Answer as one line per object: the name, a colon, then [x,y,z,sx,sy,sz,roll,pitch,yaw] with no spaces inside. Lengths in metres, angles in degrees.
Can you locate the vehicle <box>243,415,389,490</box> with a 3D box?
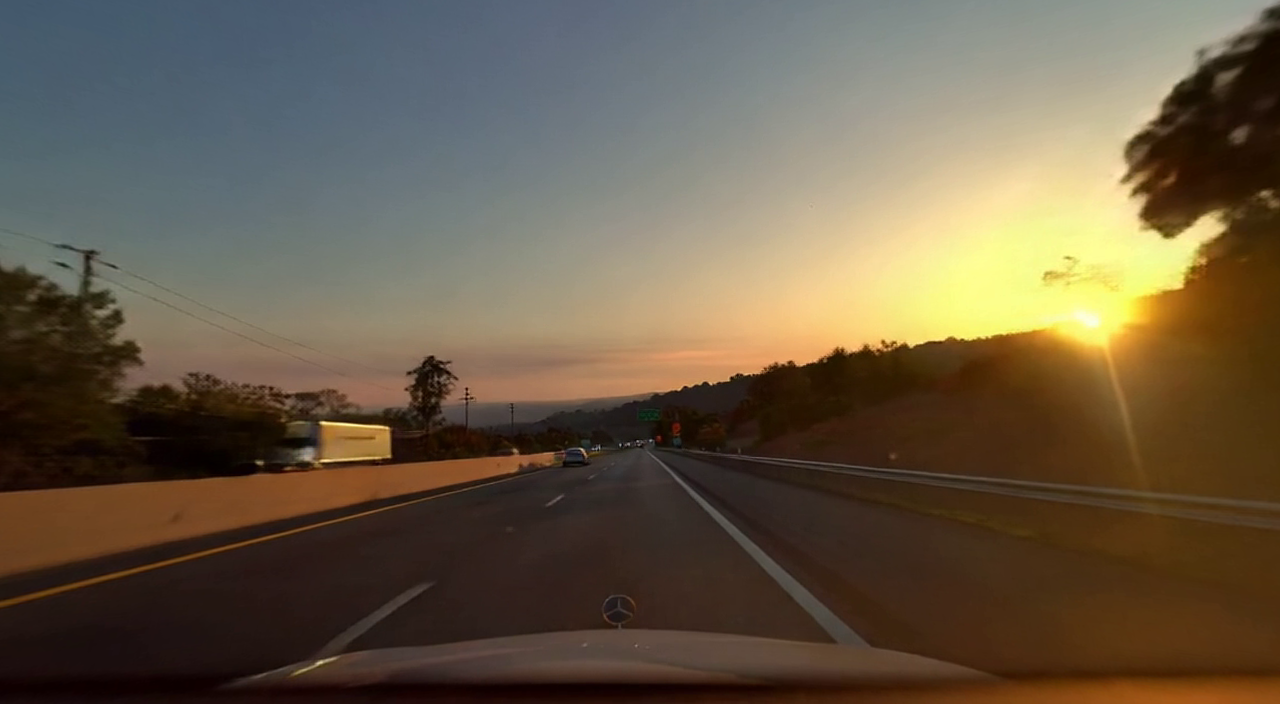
vehicle: [-17.746,5.653,35.534,3.208,3.631,9.318,0,-9,0]

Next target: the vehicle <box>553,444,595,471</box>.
vehicle: [-4.145,6.736,40.381,2.139,1.577,4.546,-2,-9,0]
